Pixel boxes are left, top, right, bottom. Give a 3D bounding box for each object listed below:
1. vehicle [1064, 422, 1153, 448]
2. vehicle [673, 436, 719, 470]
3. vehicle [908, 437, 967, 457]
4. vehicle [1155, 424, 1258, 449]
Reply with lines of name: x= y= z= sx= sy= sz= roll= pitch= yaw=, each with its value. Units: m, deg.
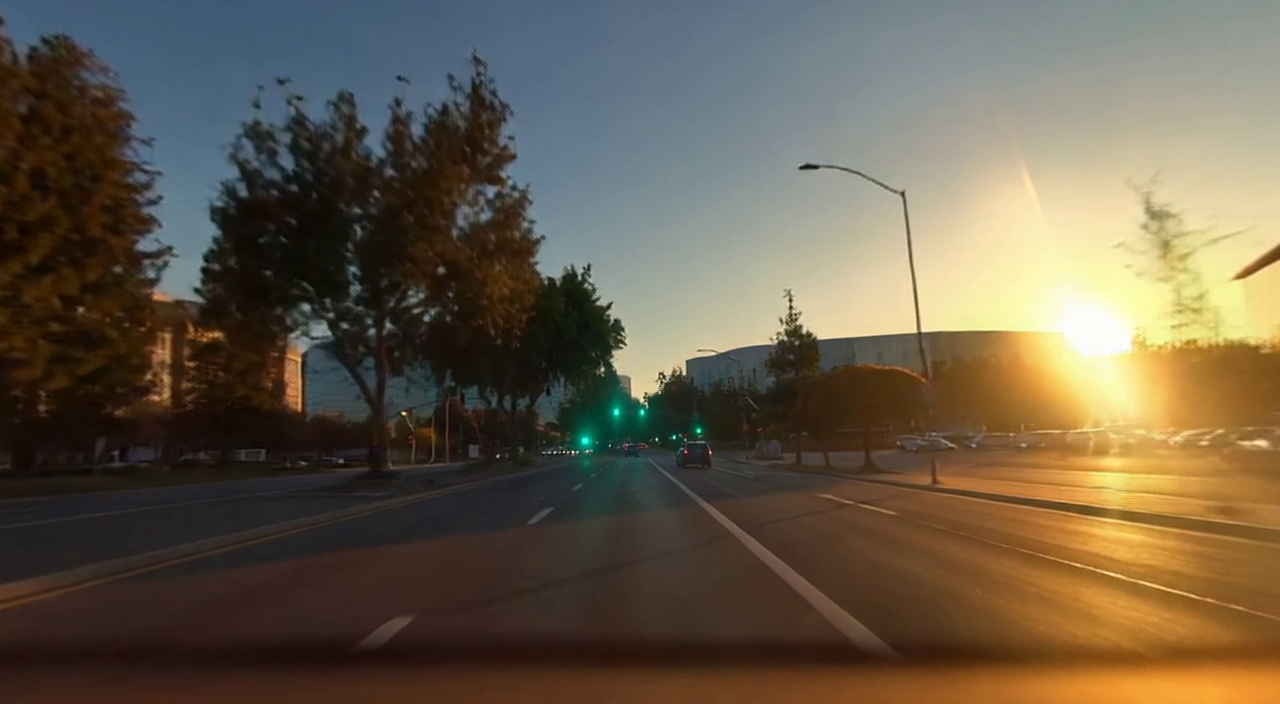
vehicle: x=34.283 y=6.121 z=46.324 sx=4.842 sy=1.770 sz=2.089 roll=0 pitch=-9 yaw=0
vehicle: x=3.088 y=5.719 z=35.915 sx=2.069 sy=1.761 sz=4.610 roll=0 pitch=-8 yaw=-2
vehicle: x=22.513 y=7.220 z=47.888 sx=3.536 sy=1.412 sz=1.727 roll=0 pitch=-8 yaw=-1
vehicle: x=34.330 y=5.146 z=38.350 sx=4.273 sy=1.446 sz=1.929 roll=-1 pitch=-8 yaw=2
